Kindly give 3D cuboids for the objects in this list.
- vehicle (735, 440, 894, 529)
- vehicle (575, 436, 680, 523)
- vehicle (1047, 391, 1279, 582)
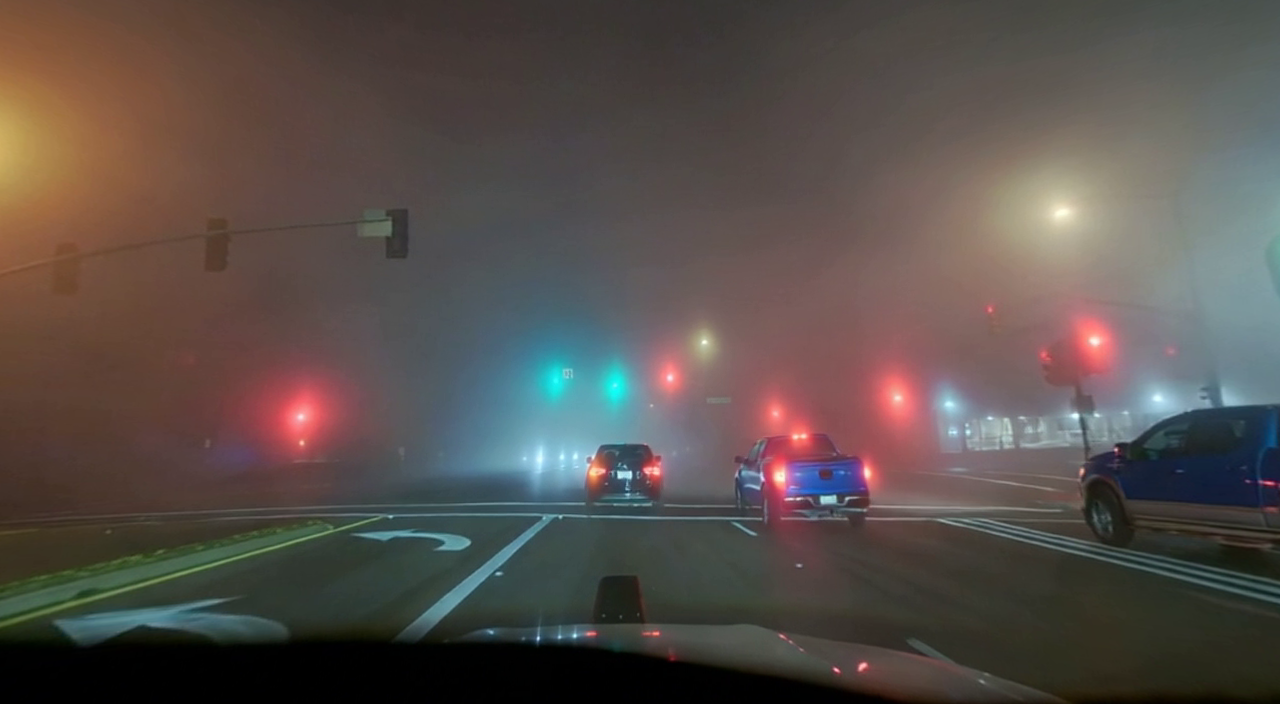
[{"bbox_3d":[3.454,2.697,13.575,1.955,1.550,4.587,0,-8,-2],"label":"vehicle"},{"bbox_3d":[-0.280,2.749,14.161,2.037,1.674,3.693,0,-8,-1],"label":"vehicle"},{"bbox_3d":[7.597,1.456,7.041,2.240,1.923,5.678,0,-8,-1],"label":"vehicle"}]
